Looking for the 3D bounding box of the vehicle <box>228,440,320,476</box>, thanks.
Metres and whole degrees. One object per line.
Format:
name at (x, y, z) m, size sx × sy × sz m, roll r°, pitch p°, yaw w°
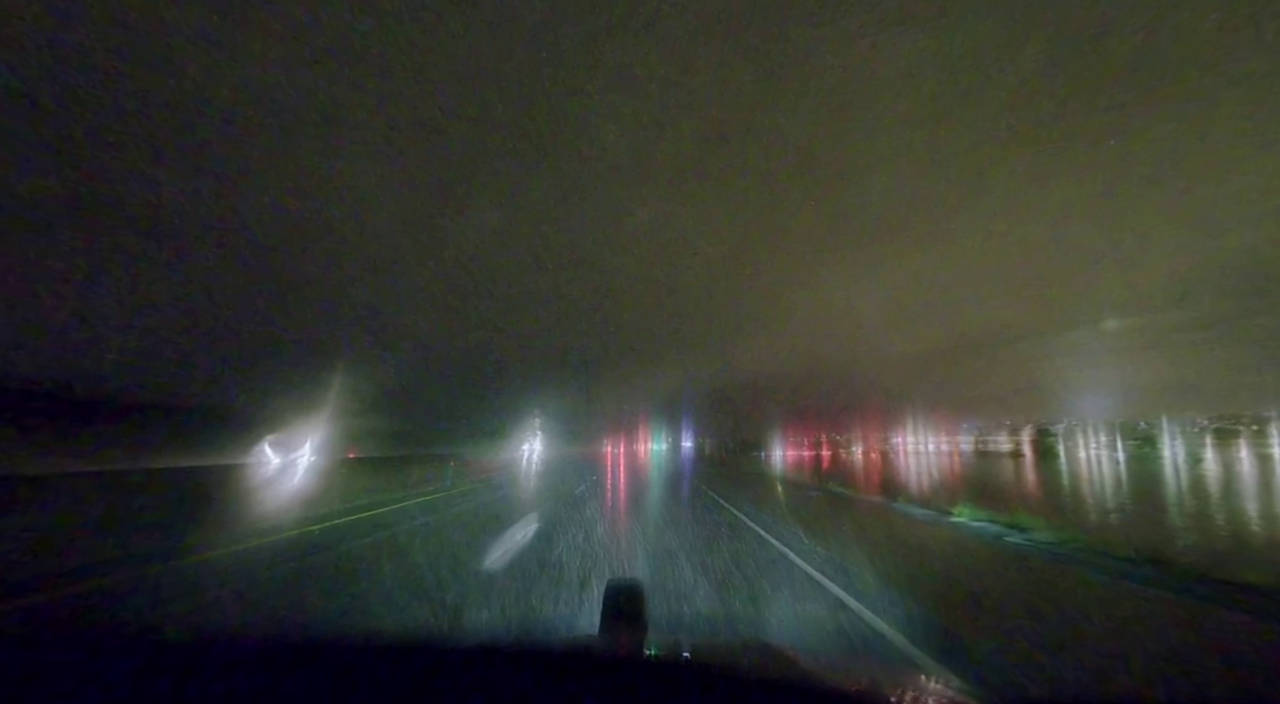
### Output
vehicle at (-22.750, 6.594, 39.532) m, size 2.325 × 2.086 × 5.544 m, roll 0°, pitch -8°, yaw 1°
